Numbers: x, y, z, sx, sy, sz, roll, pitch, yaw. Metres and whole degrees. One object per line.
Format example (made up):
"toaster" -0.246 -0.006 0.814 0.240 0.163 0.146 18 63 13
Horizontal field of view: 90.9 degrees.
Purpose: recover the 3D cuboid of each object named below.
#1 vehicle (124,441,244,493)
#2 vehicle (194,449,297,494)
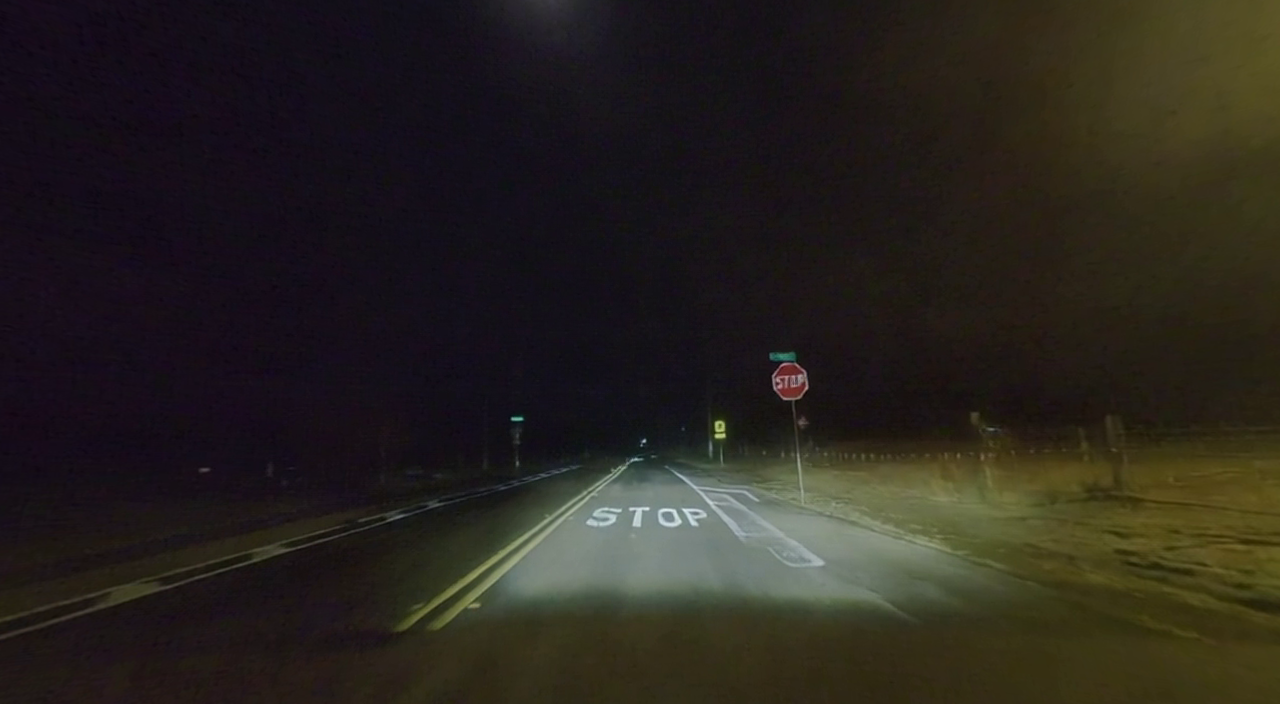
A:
"vehicle" -17.882 4.527 24.995 1.849 1.831 3.980 -2 -10 -2
"vehicle" -14.730 4.440 23.777 1.739 1.539 3.548 0 -8 -4
